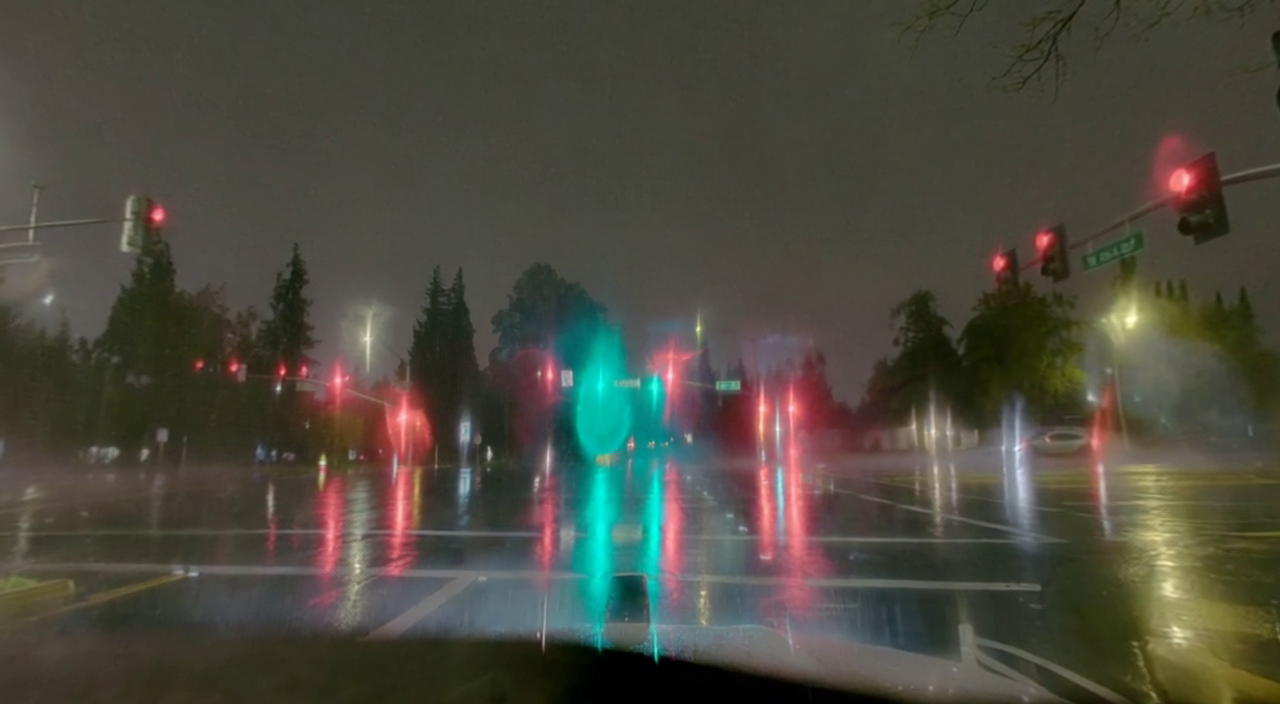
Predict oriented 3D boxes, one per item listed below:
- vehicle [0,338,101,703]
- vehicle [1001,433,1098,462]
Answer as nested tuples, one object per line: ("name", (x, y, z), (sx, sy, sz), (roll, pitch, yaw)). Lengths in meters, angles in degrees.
("vehicle", (-3.265, 0.528, 0.407), (1.954, 1.689, 4.347), (0, -8, 0))
("vehicle", (21.587, 5.060, 33.394), (3.952, 1.468, 1.768), (-4, -9, 22))
